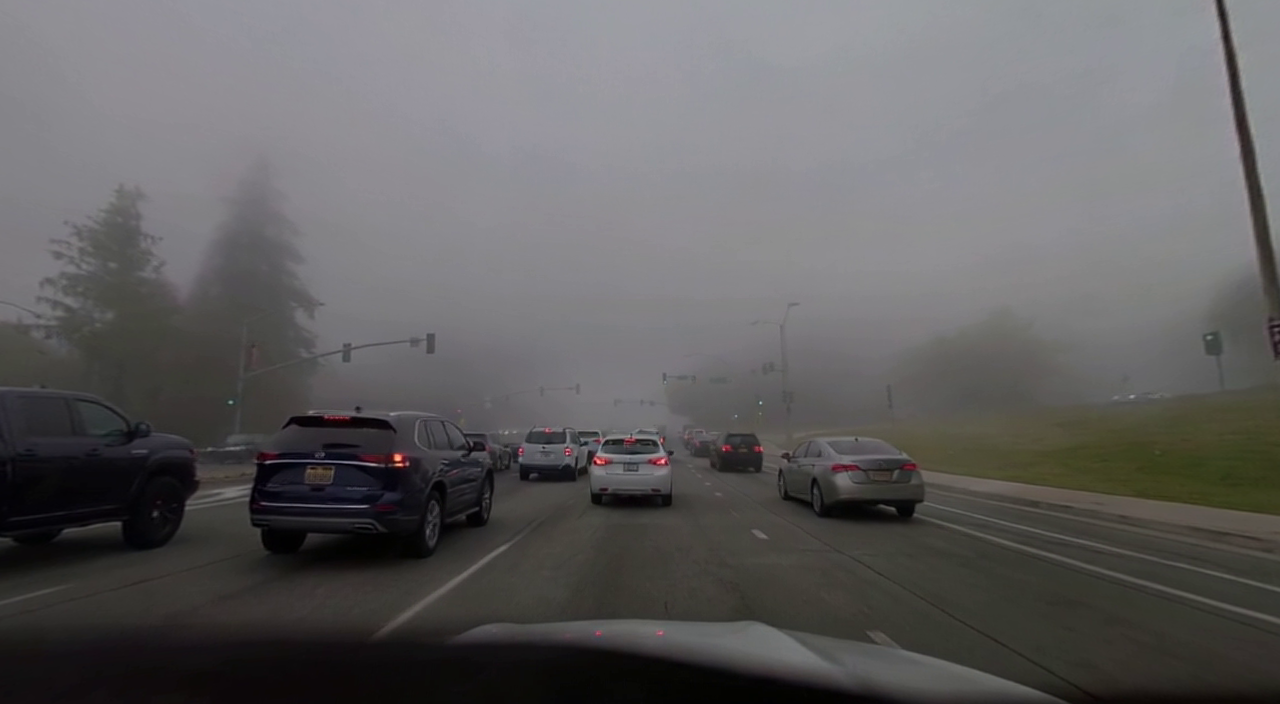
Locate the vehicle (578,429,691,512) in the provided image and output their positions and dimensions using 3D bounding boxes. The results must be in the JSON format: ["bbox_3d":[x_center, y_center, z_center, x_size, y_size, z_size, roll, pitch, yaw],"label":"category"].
[{"bbox_3d":[-0.078,2.459,13.611,2.030,1.477,4.330,0,-8,1],"label":"vehicle"}]

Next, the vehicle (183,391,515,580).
[{"bbox_3d":[-3.250,1.625,8.613,2.111,1.745,5.274,0,-8,-1],"label":"vehicle"}]

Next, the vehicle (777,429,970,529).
[{"bbox_3d":[3.905,2.182,11.464,1.884,1.463,4.195,0,-8,0],"label":"vehicle"}]

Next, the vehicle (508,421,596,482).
[{"bbox_3d":[-2.828,3.354,21.459,2.218,1.829,4.492,0,-8,2],"label":"vehicle"}]

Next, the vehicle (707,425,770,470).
[{"bbox_3d":[4.350,4.301,28.607,2.099,1.845,4.363,0,-8,0],"label":"vehicle"}]

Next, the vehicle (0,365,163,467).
[{"bbox_3d":[-27.818,2.761,26.836,3.181,4.189,14.107,-1,-8,5],"label":"vehicle"}]
